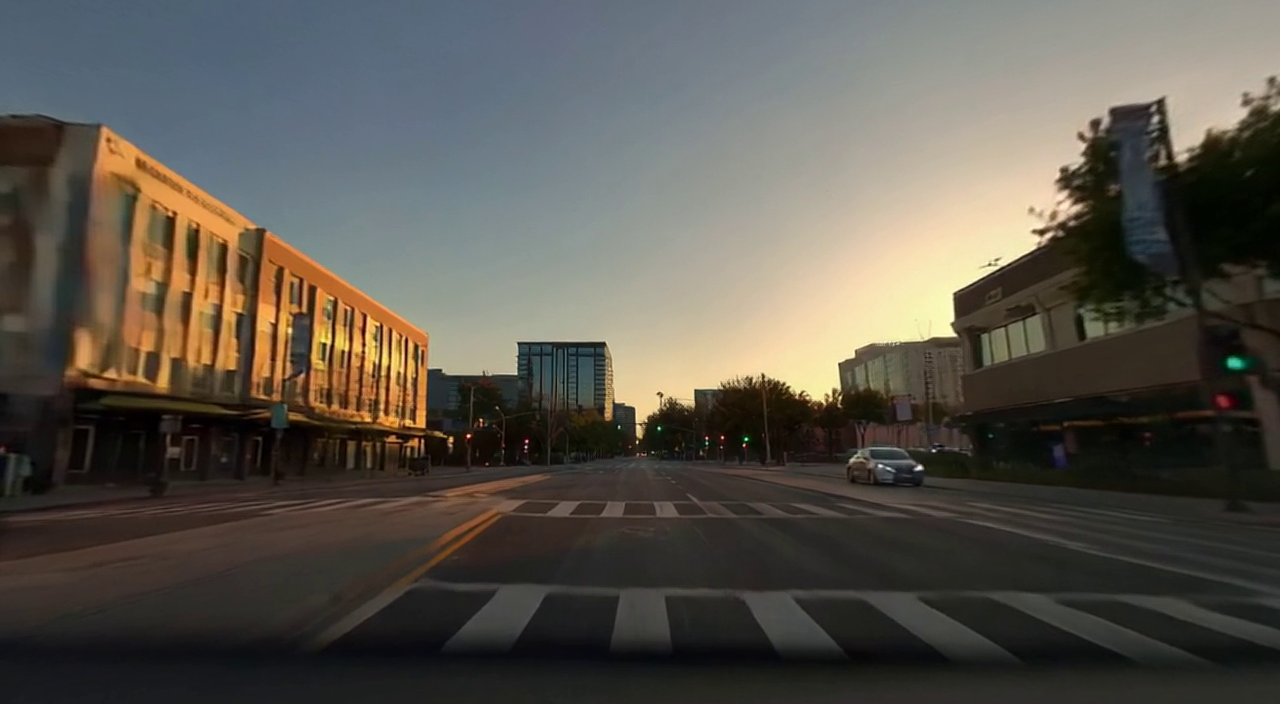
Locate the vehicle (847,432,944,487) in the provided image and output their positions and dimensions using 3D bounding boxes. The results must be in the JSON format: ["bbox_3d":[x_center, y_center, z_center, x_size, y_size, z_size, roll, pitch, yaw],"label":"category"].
[{"bbox_3d":[10.016,4.283,25.201,2.101,1.957,4.718,0,-9,3],"label":"vehicle"}]
